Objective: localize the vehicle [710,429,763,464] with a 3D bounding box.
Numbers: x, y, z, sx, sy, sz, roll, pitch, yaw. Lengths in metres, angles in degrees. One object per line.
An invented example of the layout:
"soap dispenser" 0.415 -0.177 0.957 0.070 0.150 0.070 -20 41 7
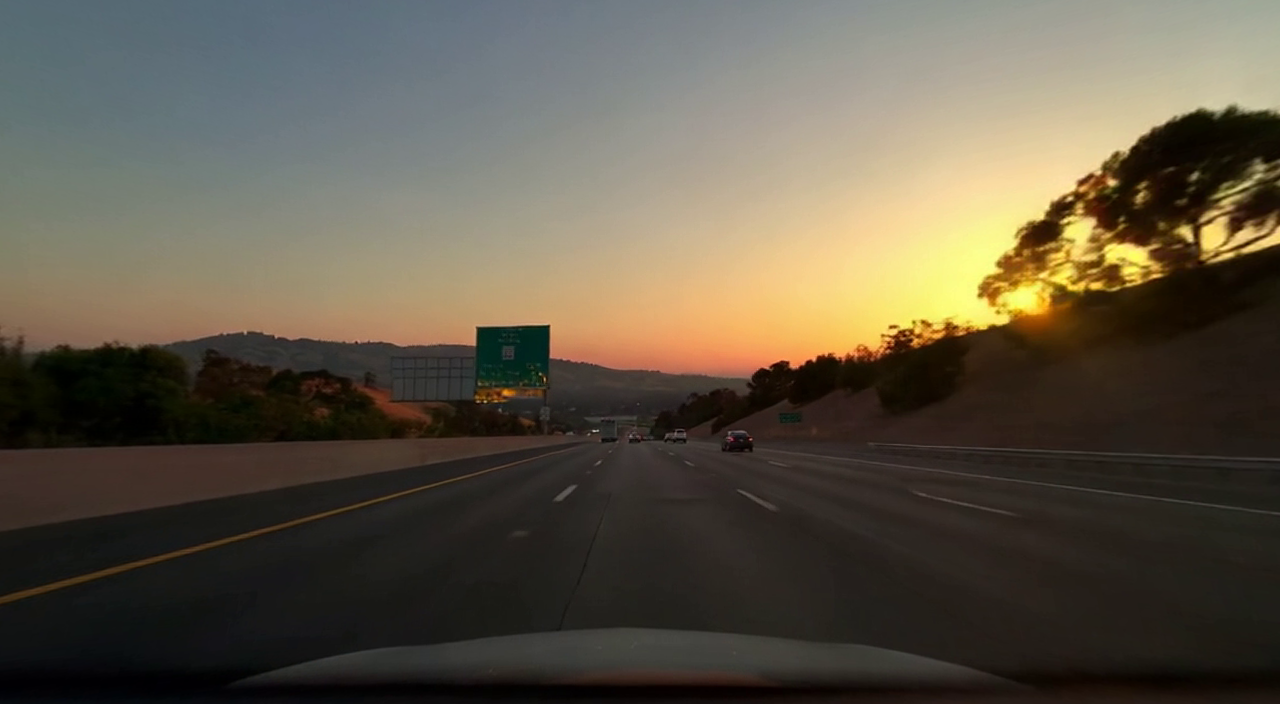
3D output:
"vehicle" 4.413 4.360 29.300 1.802 1.492 3.804 0 -8 -1
